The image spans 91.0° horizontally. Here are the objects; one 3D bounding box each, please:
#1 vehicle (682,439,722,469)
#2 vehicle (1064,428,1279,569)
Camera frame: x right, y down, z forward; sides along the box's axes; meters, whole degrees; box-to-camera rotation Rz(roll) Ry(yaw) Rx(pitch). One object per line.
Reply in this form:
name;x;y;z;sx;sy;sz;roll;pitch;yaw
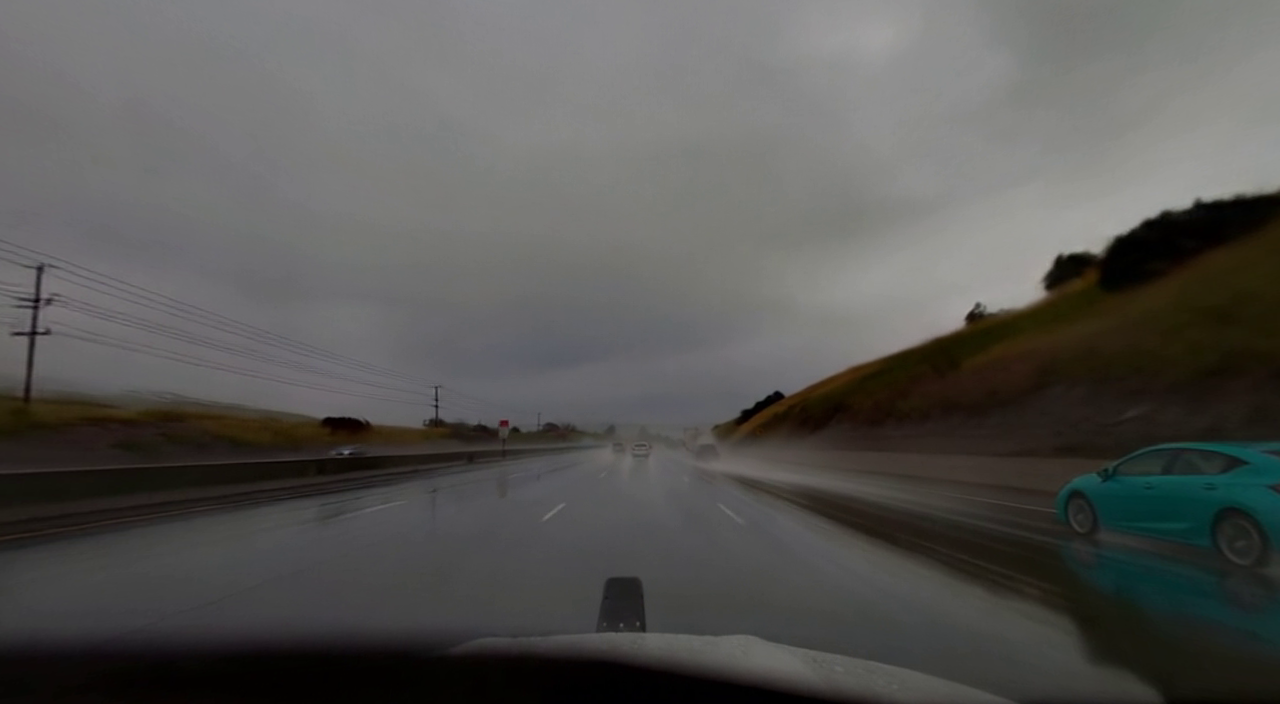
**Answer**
vehicle;3.941;6.538;40.697;2.159;1.782;4.673;0;-8;1
vehicle;8.087;1.799;8.076;1.970;1.545;4.818;0;-8;0
